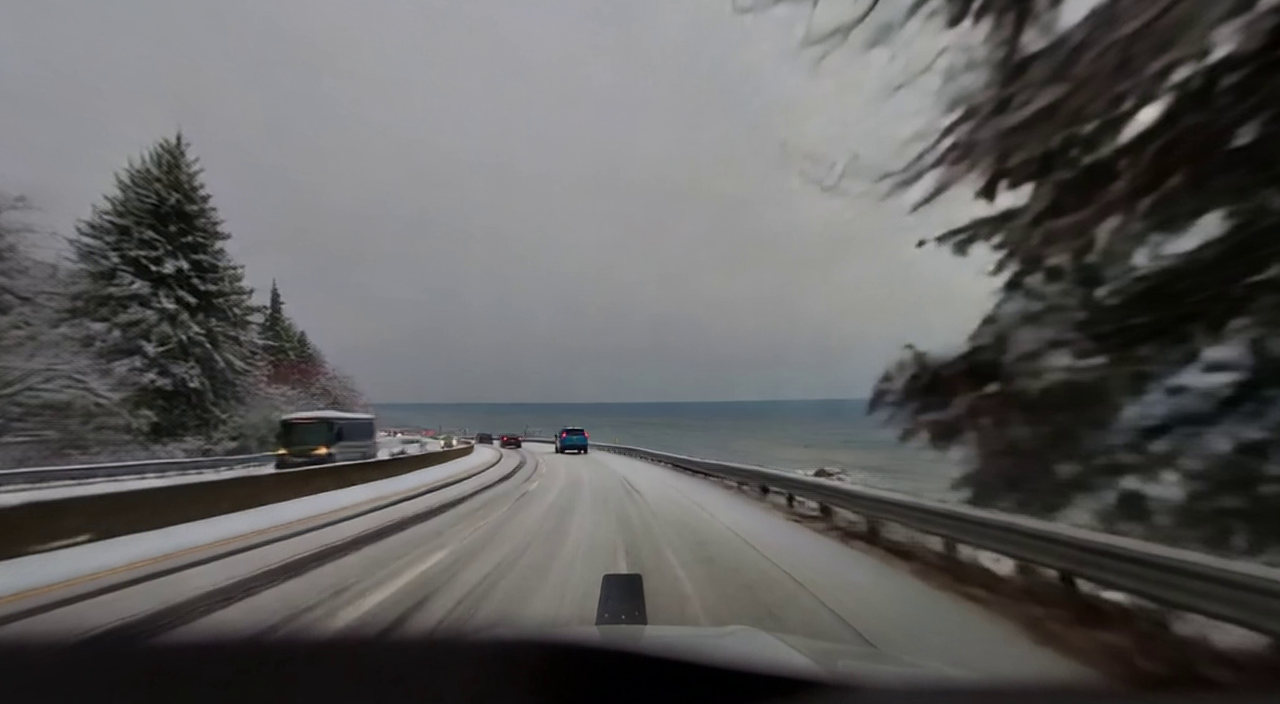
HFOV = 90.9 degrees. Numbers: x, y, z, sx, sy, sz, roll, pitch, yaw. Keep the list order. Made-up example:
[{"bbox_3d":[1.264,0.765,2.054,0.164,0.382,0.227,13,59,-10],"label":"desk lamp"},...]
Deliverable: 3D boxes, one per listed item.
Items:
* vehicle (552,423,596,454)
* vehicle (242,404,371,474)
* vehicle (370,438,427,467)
[{"bbox_3d":[-4.926,6.396,46.353,2.632,2.162,5.529,1,-9,-11],"label":"vehicle"},{"bbox_3d":[-16.738,4.521,32.495,2.876,3.122,8.556,1,-9,-7],"label":"vehicle"},{"bbox_3d":[-13.373,5.597,35.240,1.987,1.473,4.367,1,-9,-8],"label":"vehicle"}]
